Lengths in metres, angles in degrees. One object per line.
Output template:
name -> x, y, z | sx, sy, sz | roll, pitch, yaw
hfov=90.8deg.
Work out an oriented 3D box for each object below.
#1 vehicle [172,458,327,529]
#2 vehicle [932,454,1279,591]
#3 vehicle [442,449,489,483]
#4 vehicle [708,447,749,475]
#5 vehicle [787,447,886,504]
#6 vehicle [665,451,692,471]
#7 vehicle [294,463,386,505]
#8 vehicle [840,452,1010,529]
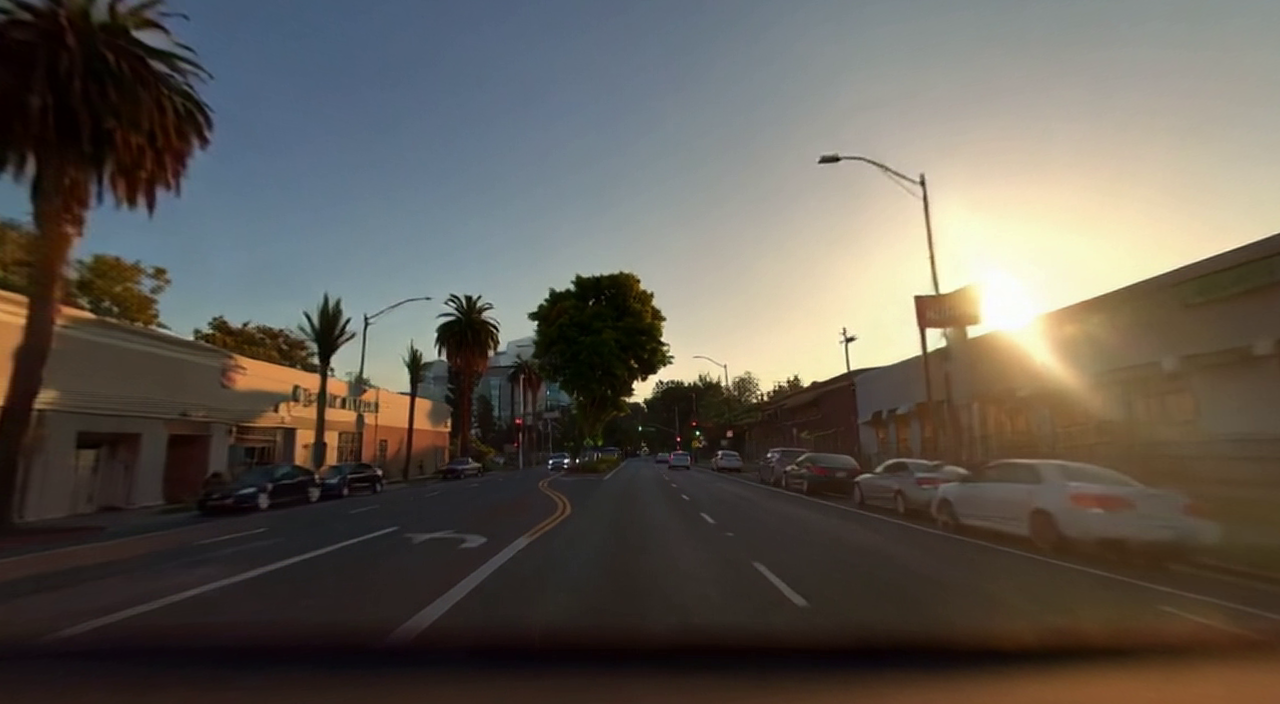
vehicle -> -12.740, 4.588, 21.108 | 1.975, 1.570, 5.265 | -8, -7, -3
vehicle -> 6.528, 2.336, 9.652 | 1.840, 1.503, 4.760 | 0, -9, 0
vehicle -> -12.638, 8.399, 46.065 | 2.217, 1.976, 4.738 | -1, -15, -2
vehicle -> 6.420, 7.930, 46.385 | 2.128, 1.887, 5.602 | 0, -9, 0
vehicle -> 6.485, 4.069, 21.368 | 1.861, 1.695, 4.283 | 0, -9, -1
vehicle -> 2.954, 8.449, 49.200 | 1.896, 1.501, 3.625 | 0, -9, 0
vehicle -> -12.716, 5.571, 27.111 | 1.838, 1.515, 4.432 | 0, -9, -1
vehicle -> 6.583, 3.205, 15.256 | 1.831, 1.504, 4.498 | 0, -9, -2
